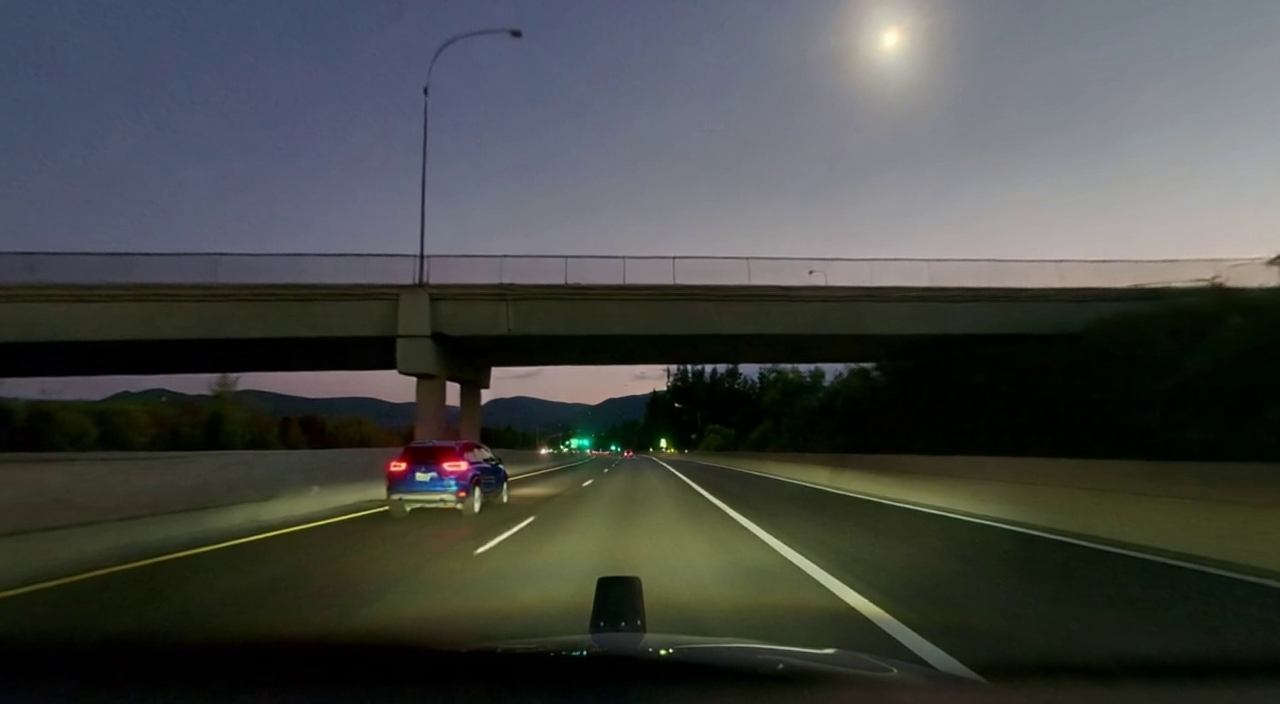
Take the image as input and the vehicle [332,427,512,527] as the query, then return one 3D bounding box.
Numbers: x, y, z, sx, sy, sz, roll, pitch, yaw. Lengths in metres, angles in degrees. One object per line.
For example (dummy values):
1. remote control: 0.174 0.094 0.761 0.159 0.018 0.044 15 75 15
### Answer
1. vehicle: -4.388 2.605 13.708 2.221 1.750 4.706 0 -9 0
